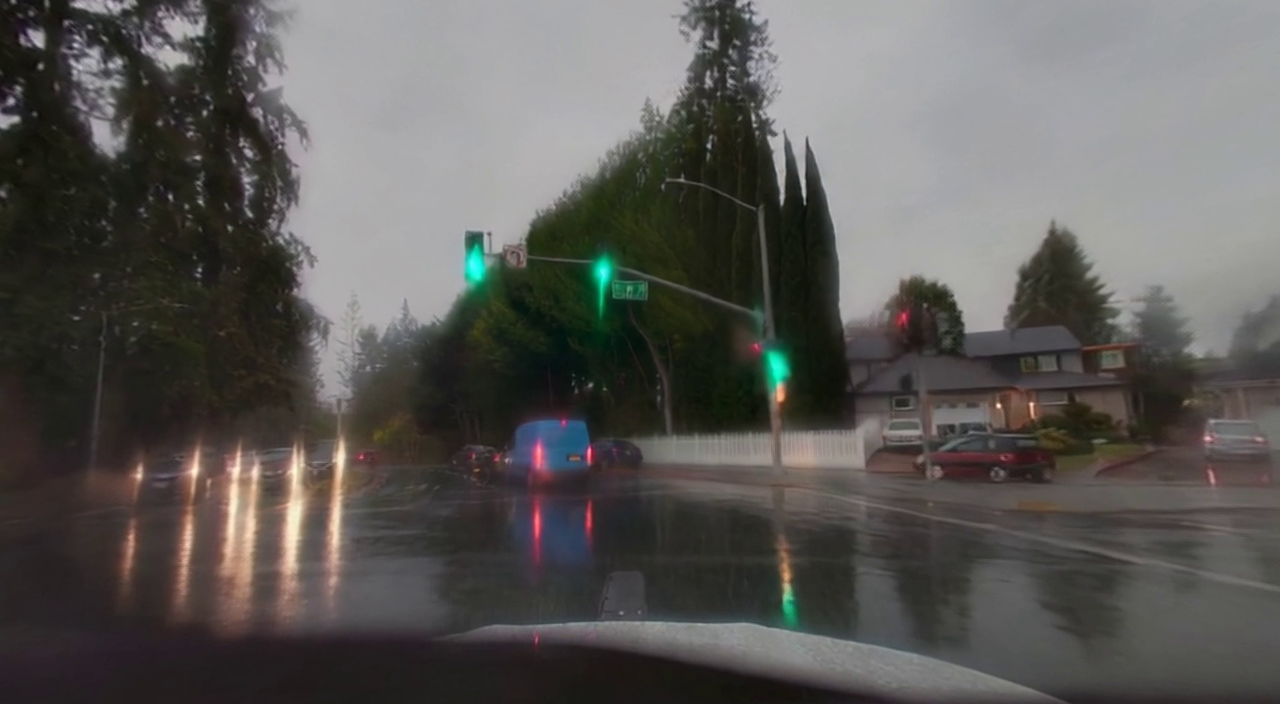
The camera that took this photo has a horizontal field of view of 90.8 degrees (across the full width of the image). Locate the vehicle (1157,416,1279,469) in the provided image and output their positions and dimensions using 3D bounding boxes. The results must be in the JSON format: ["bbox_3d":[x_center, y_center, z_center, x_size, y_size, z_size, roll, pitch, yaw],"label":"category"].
[{"bbox_3d":[22.051,3.316,23.360,4.268,1.765,1.989,-7,-7,42],"label":"vehicle"}]

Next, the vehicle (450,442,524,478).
[{"bbox_3d":[-7.028,4.847,28.662,2.008,1.445,4.386,5,-10,-31],"label":"vehicle"}]

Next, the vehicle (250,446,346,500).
[{"bbox_3d":[-10.475,3.659,19.701,1.952,1.461,4.377,3,-9,-20],"label":"vehicle"}]

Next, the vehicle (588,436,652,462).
[{"bbox_3d":[-1.423,7.135,46.589,4.559,1.754,1.985,8,-12,-44],"label":"vehicle"}]

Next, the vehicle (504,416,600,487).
[{"bbox_3d":[-3.167,3.402,21.848,2.213,2.124,4.809,3,-9,-21],"label":"vehicle"}]

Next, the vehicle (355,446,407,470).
[{"bbox_3d":[-17.518,7.114,42.640,1.911,1.493,4.291,7,-11,-40],"label":"vehicle"}]

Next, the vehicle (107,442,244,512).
[{"bbox_3d":[-13.782,3.653,19.119,2.078,1.783,4.670,3,-9,-21],"label":"vehicle"}]

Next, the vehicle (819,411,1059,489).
[{"bbox_3d":[8.953,2.994,19.487,2.514,2.026,6.104,8,-12,-44],"label":"vehicle"}]
